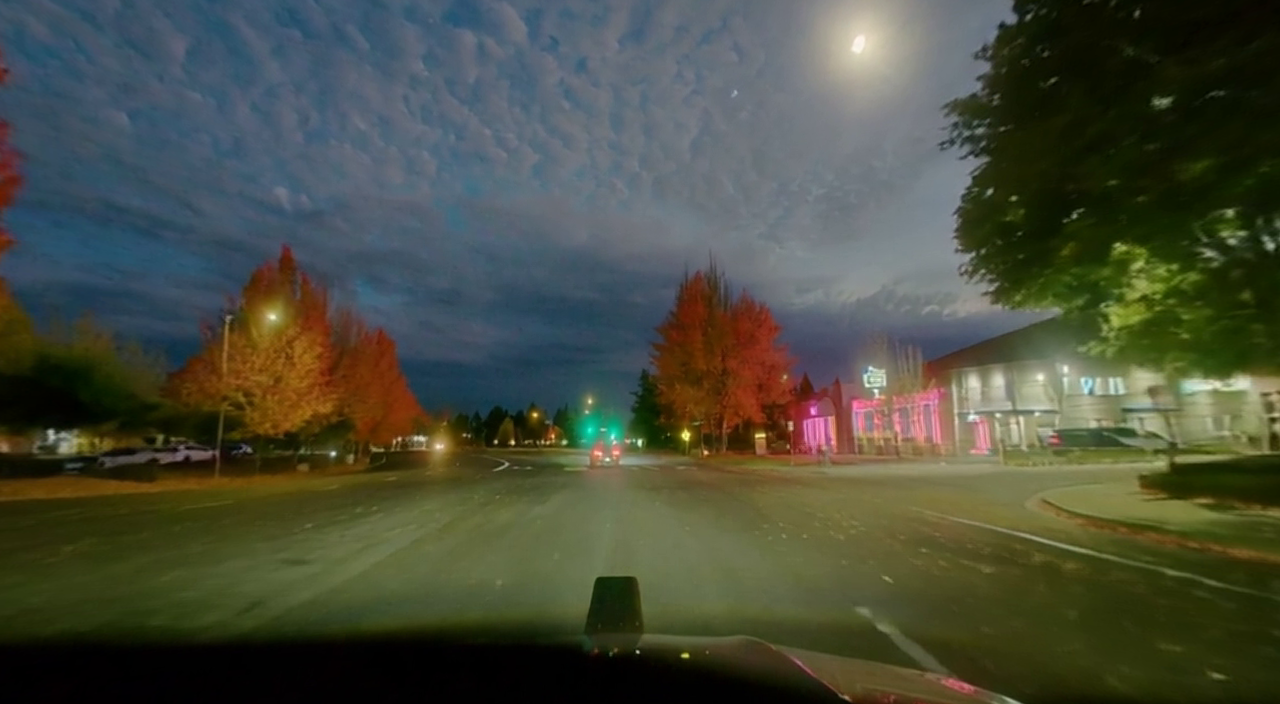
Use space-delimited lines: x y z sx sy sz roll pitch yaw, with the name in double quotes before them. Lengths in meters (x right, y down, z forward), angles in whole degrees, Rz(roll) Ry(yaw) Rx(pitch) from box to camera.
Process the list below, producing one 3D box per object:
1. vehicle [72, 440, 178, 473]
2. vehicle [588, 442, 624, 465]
"vehicle" -35.681 7.303 43.791 5.135 1.689 2.269 -3 -11 -15
"vehicle" -2.403 7.057 44.138 2.018 1.512 4.304 1 -8 -10
